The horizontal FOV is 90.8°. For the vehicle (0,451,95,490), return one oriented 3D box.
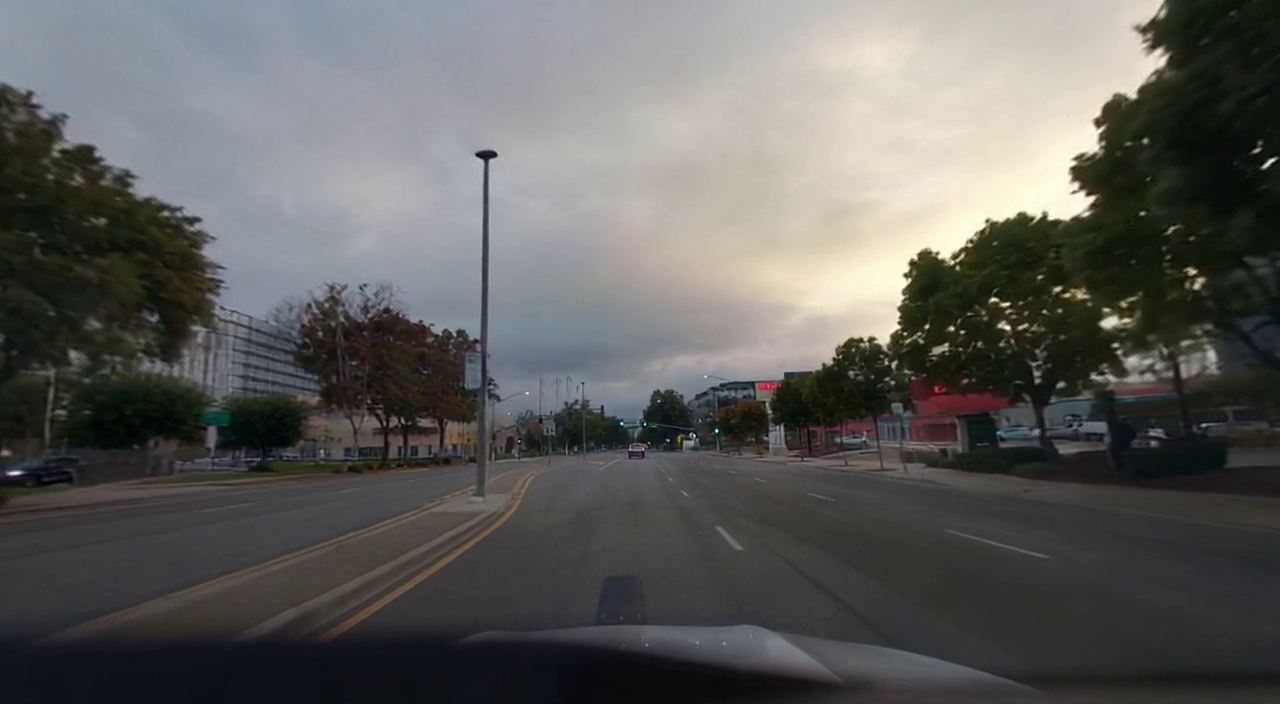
[{"bbox_3d":[-28.892,5.503,29.436,5.122,1.686,1.967,0,-9,1],"label":"vehicle"}]
